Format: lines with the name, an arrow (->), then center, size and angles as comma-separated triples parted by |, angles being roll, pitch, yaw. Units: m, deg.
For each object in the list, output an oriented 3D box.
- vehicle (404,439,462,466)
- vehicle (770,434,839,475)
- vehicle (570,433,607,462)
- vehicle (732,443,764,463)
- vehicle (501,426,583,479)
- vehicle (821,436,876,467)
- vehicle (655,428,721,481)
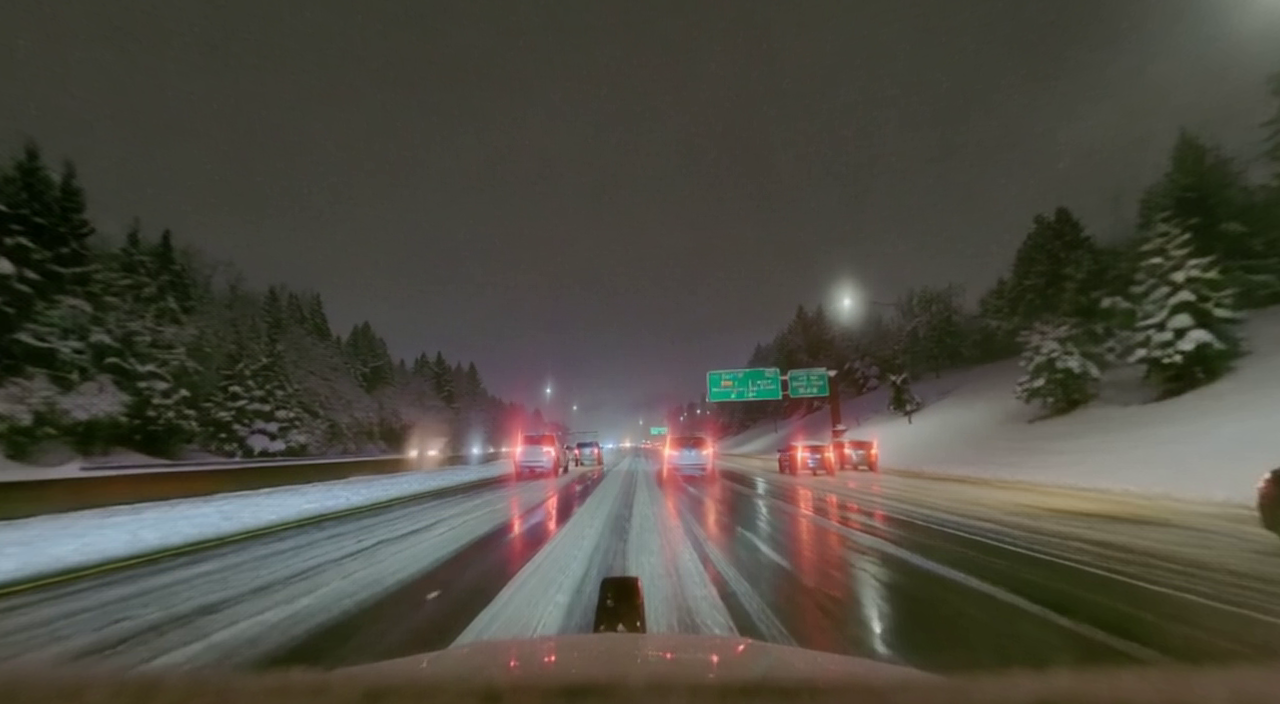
vehicle -> -13.270, 6.453, 40.631 | 1.960, 1.588, 4.540 | 0, -9, 3
vehicle -> 7.253, 4.557, 28.137 | 2.022, 1.682, 4.226 | 0, -8, 1
vehicle -> -3.902, 7.412, 48.948 | 2.317, 2.049, 5.746 | 0, -8, 1
vehicle -> 8.287, 7.767, 48.600 | 1.815, 1.479, 3.892 | 0, -8, 1
vehicle -> -3.572, 3.806, 23.981 | 2.199, 1.777, 4.790 | 0, -8, 2
vehicle -> 12.800, 6.147, 38.932 | 2.010, 1.765, 4.375 | 0, -8, 1
vehicle -> 1.668, 3.694, 22.895 | 2.181, 1.728, 3.970 | 0, -8, 2
